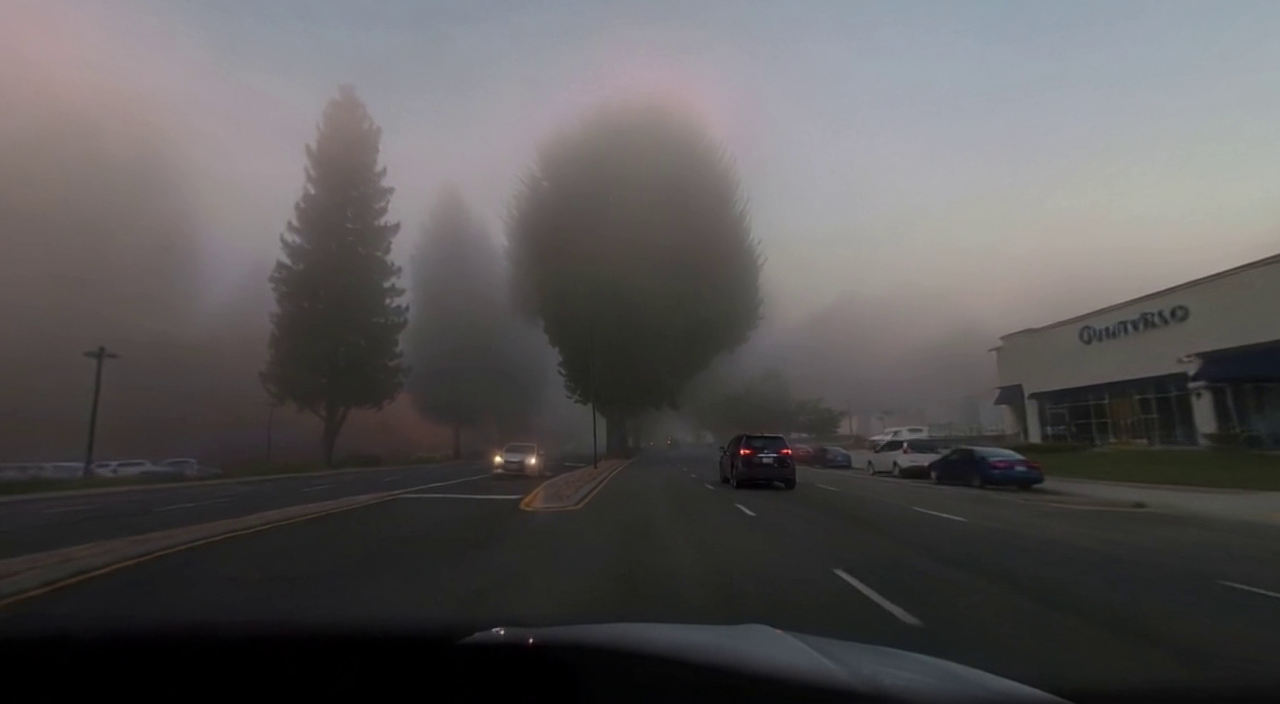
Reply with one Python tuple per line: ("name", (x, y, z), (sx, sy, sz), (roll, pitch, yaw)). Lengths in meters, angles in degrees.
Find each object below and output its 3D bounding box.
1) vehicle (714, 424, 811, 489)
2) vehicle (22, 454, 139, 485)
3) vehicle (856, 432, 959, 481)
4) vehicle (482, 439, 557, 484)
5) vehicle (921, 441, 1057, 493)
("vehicle", (3.790, 3.350, 20.460), (2.183, 1.845, 4.482), (0, -8, -1))
("vehicle", (-29.754, 6.260, 33.635), (4.306, 1.459, 2.001), (-1, -8, 0))
("vehicle", (10.730, 4.221, 25.799), (1.989, 1.768, 4.977), (0, -8, 0))
("vehicle", (-4.337, 4.003, 23.441), (2.031, 1.478, 4.434), (0, -8, -1))
("vehicle", (10.814, 3.575, 19.956), (1.847, 1.445, 4.281), (0, -8, 0))
